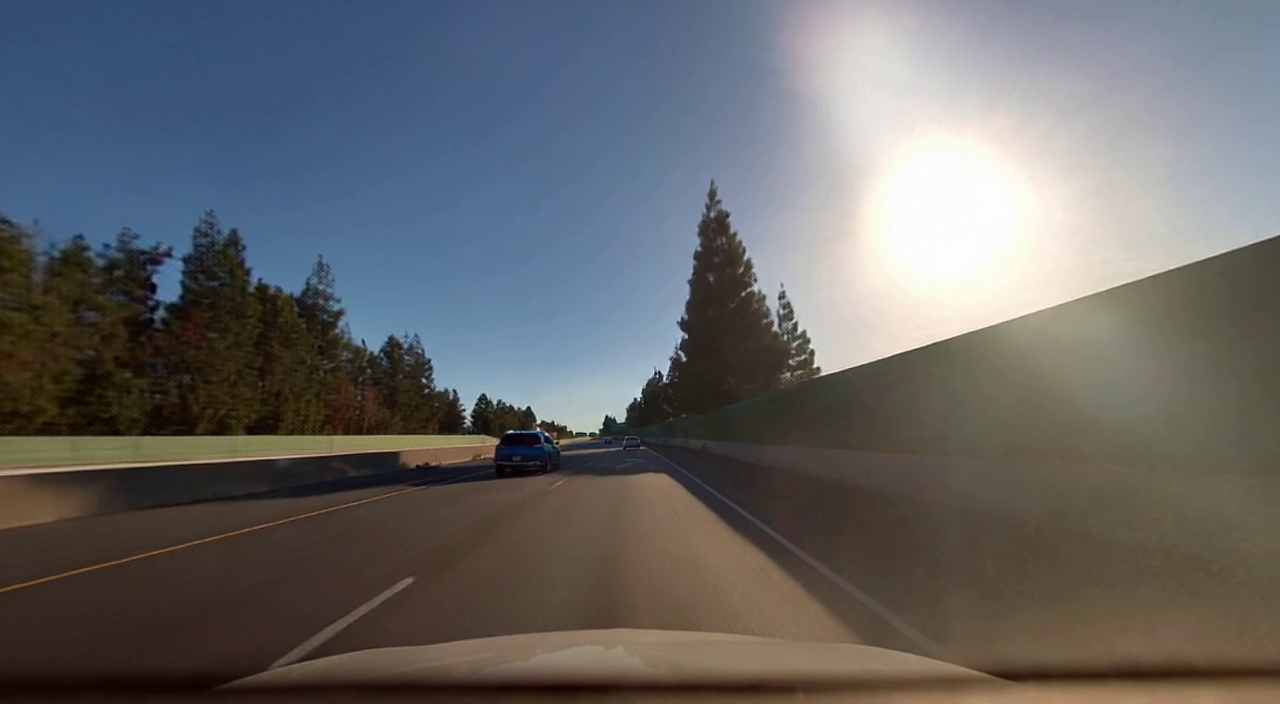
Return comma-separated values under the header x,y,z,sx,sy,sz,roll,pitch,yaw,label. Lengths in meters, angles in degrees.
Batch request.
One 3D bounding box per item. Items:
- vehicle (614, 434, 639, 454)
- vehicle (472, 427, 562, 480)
x,y,z,sx,sy,sz,roll,pitch,yaw,label
-0.989,7.024,48.326,1.836,1.450,3.519,0,-8,-1,vehicle
-3.953,3.343,21.140,2.072,1.545,4.767,0,-8,0,vehicle
